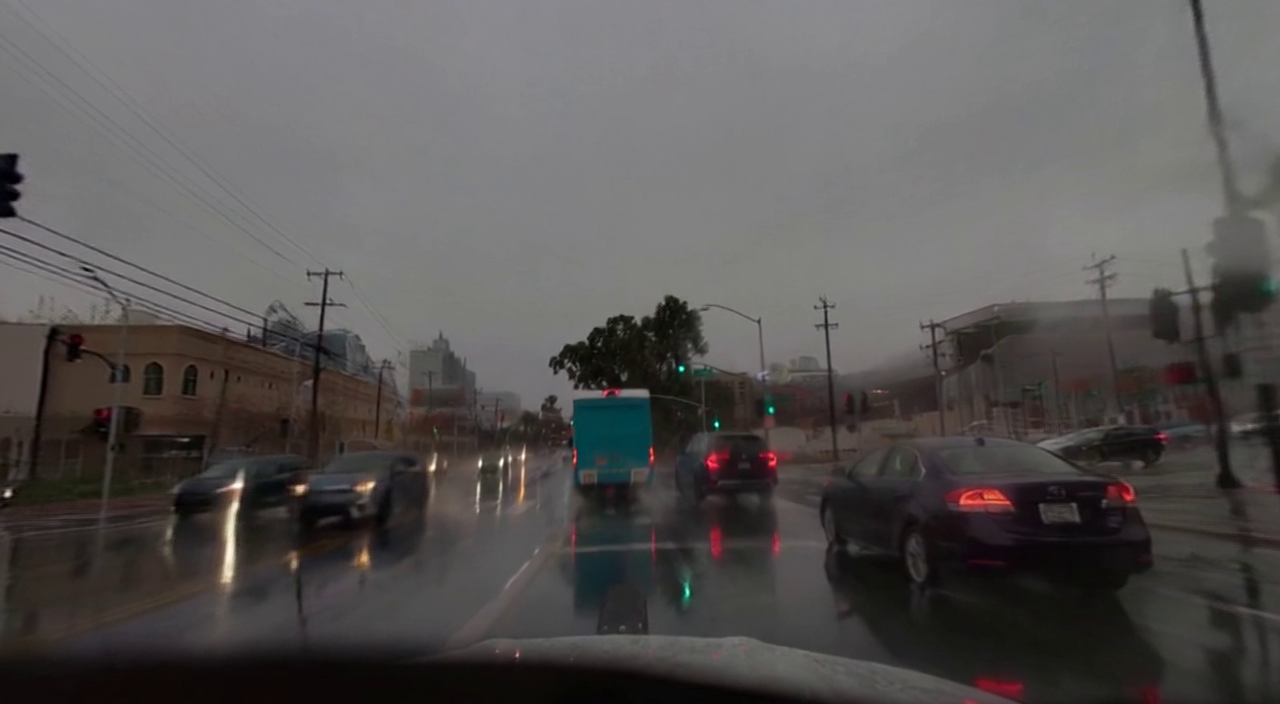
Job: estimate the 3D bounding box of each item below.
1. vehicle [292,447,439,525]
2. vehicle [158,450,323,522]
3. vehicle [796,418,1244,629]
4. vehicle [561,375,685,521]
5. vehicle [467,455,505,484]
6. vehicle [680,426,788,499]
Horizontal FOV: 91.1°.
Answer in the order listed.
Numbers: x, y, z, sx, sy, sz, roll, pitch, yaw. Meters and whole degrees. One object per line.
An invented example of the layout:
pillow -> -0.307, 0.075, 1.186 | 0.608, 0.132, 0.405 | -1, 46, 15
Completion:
vehicle -> -6.221, 3.030, 14.802 | 1.878, 1.540, 3.939 | 0, -9, -4
vehicle -> -10.603, 3.536, 17.136 | 1.959, 1.636, 4.159 | 0, -9, -4
vehicle -> 3.377, 1.604, 6.977 | 1.978, 1.507, 4.636 | 0, -9, -1
vehicle -> -0.650, 2.396, 15.944 | 2.517, 2.926, 6.177 | 0, -9, -6
vehicle -> -9.199, 7.004, 37.765 | 1.810, 1.546, 3.981 | 1, -9, -8
vehicle -> 2.721, 3.411, 19.808 | 2.157, 1.944, 5.423 | 0, -9, -5
